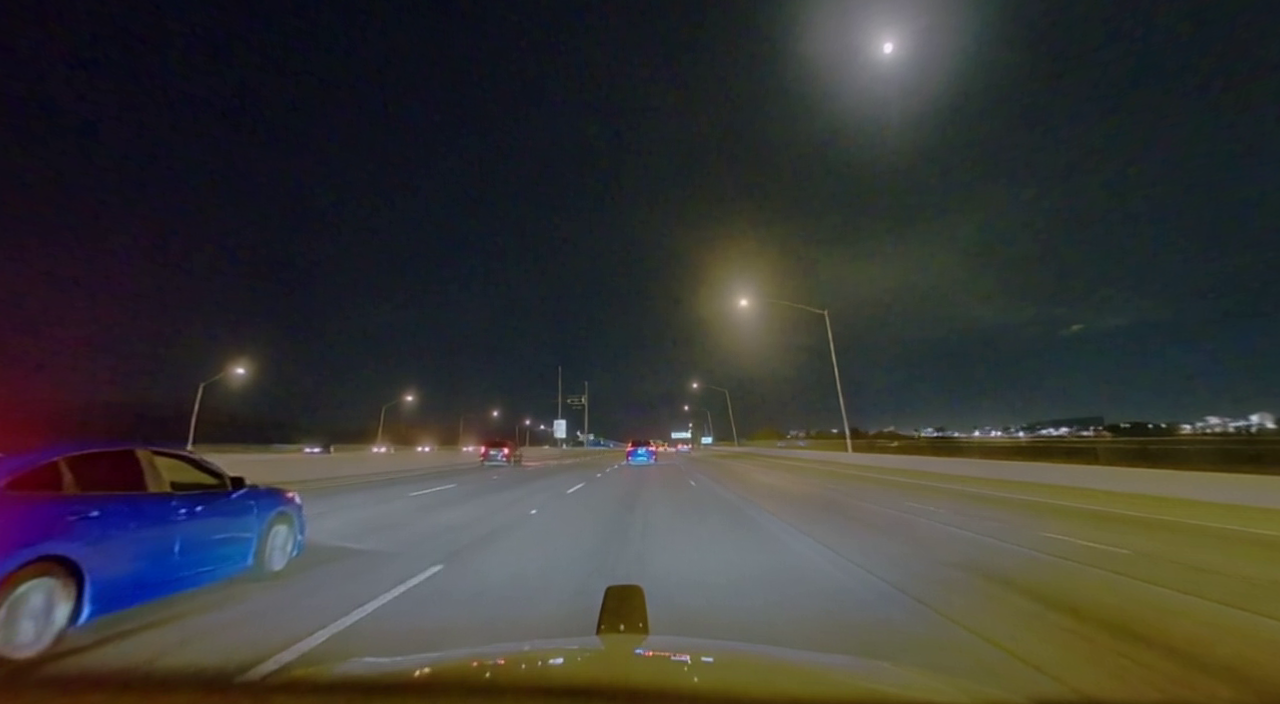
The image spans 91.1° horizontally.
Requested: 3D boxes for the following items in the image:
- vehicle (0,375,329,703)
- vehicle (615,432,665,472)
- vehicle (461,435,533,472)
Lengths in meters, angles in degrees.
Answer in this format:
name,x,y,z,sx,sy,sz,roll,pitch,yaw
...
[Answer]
name,x,y,z,sx,sy,sz,roll,pitch,yaw
vehicle,-4.179,1.025,3.808,2.124,1.607,4.531,0,-8,2
vehicle,0.056,4.638,29.182,2.155,1.690,4.318,0,-8,2
vehicle,-6.457,4.634,28.947,1.994,1.519,4.668,0,-8,3
